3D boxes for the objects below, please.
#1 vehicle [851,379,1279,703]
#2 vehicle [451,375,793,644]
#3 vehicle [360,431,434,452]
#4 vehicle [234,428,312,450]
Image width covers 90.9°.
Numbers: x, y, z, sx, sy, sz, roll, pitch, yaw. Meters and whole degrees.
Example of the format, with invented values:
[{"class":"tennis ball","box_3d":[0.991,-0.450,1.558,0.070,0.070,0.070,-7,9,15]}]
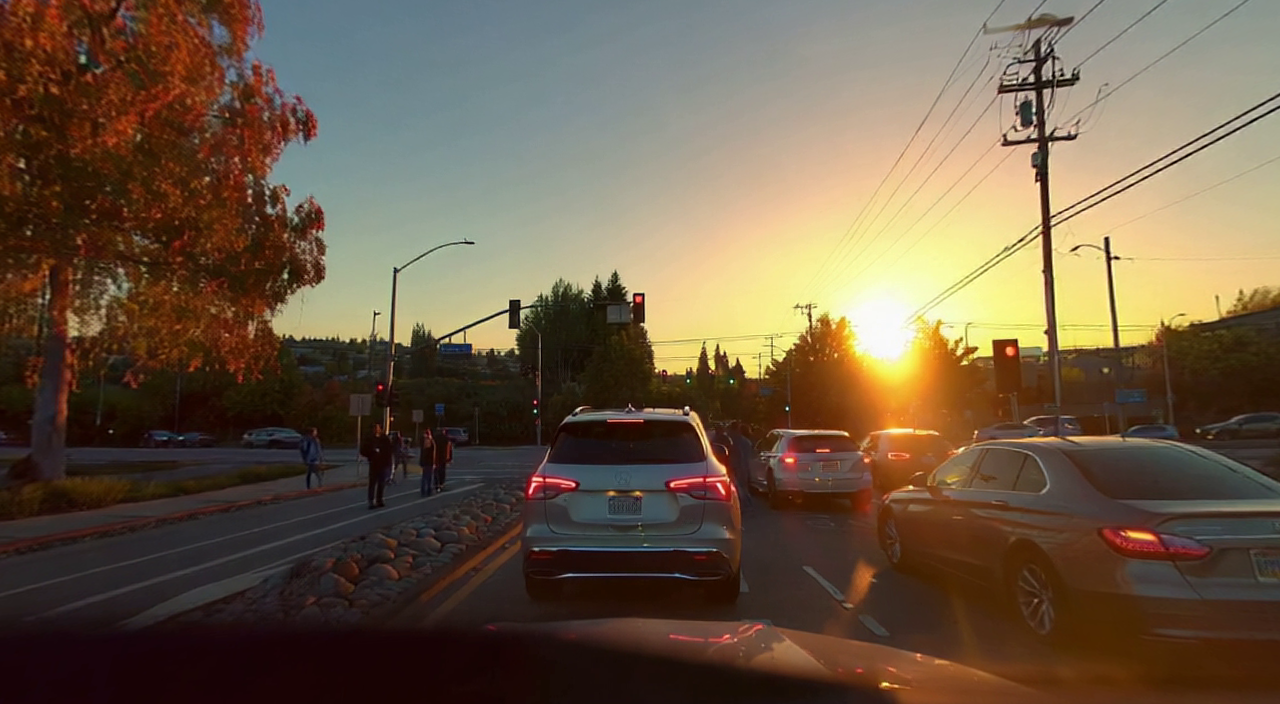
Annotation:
[{"class":"vehicle","box_3d":[3.548,1.299,5.503,1.948,1.677,4.437,0,-8,1]},{"class":"vehicle","box_3d":[-0.167,1.371,6.524,2.271,1.786,4.443,0,-8,-1]},{"class":"vehicle","box_3d":[-17.790,6.562,46.345,4.607,1.478,1.995,0,-8,0]},{"class":"vehicle","box_3d":[-27.392,6.525,47.187,4.587,1.639,1.878,0,-8,0]}]
